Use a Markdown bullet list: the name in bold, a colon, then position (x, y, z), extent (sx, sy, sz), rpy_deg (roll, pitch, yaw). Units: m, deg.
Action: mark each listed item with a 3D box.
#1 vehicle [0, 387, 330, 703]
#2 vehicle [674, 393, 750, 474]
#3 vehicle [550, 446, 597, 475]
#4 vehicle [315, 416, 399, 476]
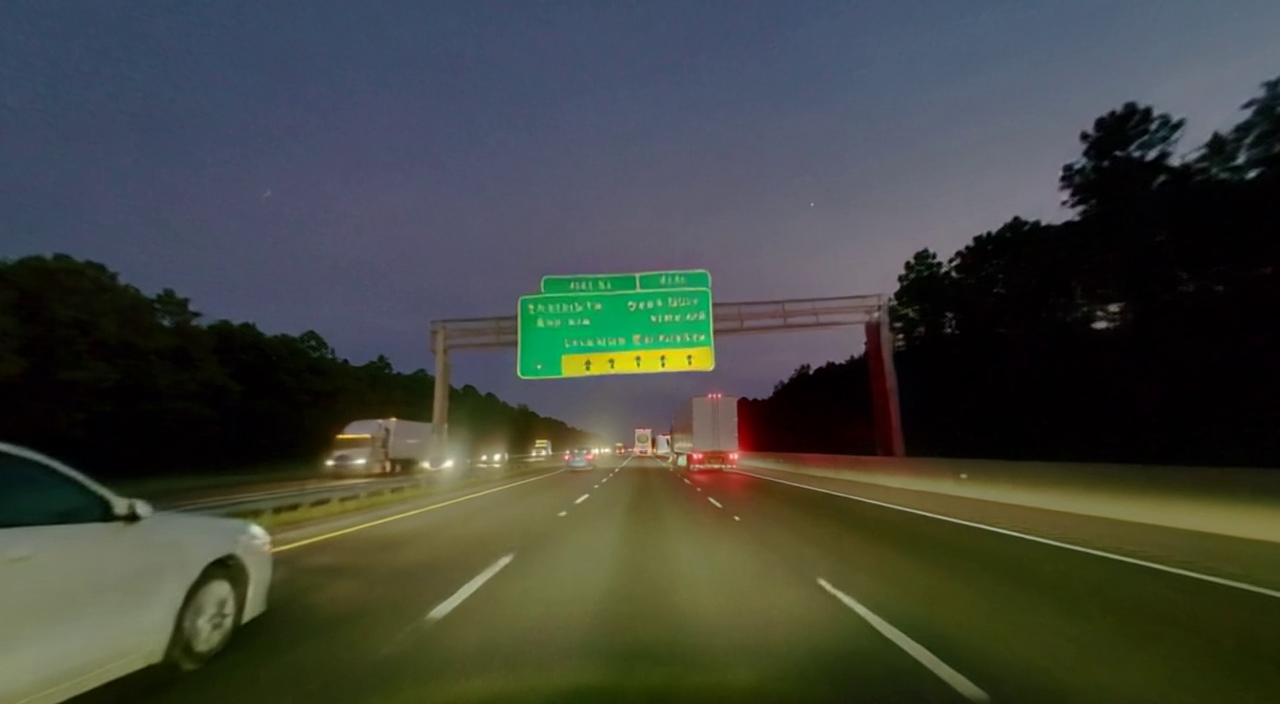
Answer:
- **vehicle**: position (-3.353, 0.873, 2.108), extent (2.104, 1.526, 4.940), rpy_deg (0, -9, 0)
- **vehicle**: position (4.027, 5.273, 39.446), extent (2.974, 4.083, 14.389), rpy_deg (0, -9, 0)
- **vehicle**: position (-3.525, 5.863, 34.304), extent (2.121, 1.445, 4.651), rpy_deg (0, -9, 0)
- **vehicle**: position (-19.524, 6.580, 43.967), extent (3.011, 3.819, 5.956), rpy_deg (0, -9, 0)
